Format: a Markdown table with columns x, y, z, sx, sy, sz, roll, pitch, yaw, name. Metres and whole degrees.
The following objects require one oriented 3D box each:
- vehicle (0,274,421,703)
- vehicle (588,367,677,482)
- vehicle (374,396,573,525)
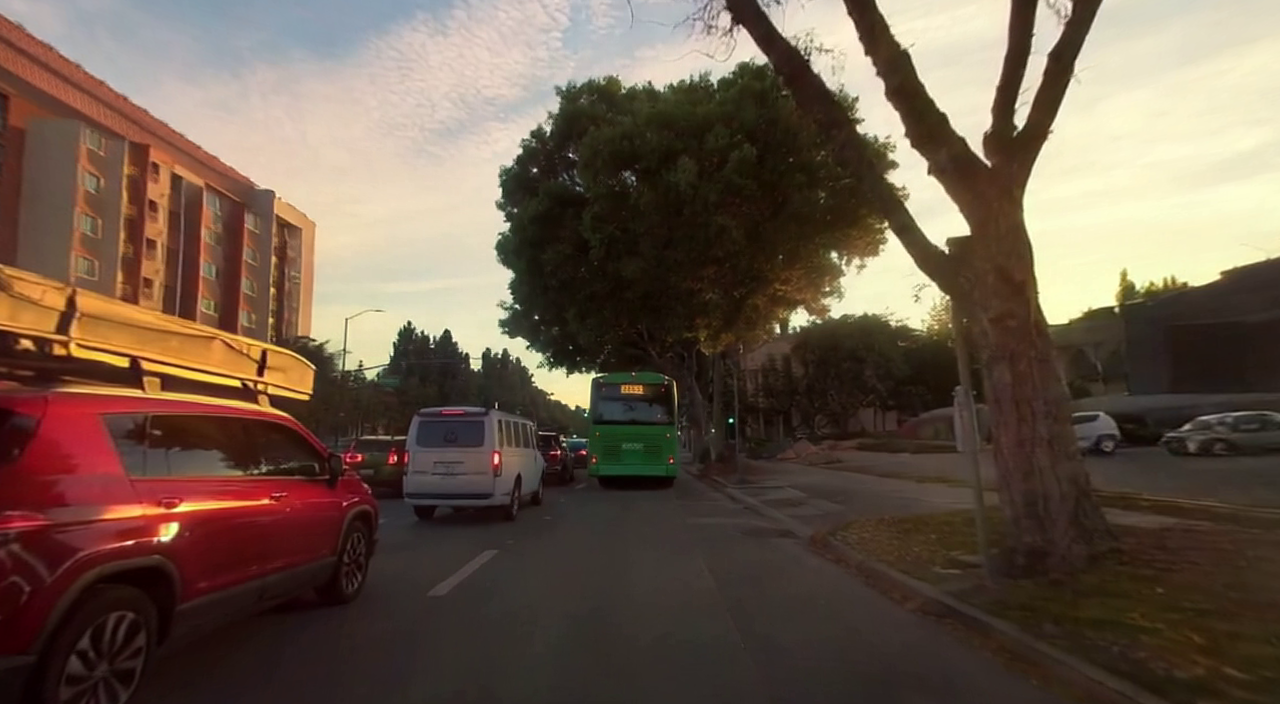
| x | y | z | sx | sy | sz | roll | pitch | yaw | name |
| --- | --- | --- | --- | --- | --- | --- | --- | --- | --- |
| -3.398 | 0.939 | 4.096 | 2.095 | 1.892 | 5.043 | 0 | -9 | 0 | vehicle |
| -0.249 | 3.339 | 27.461 | 2.970 | 3.857 | 12.200 | 0 | -9 | 0 | vehicle |
| -3.083 | 2.239 | 13.501 | 2.546 | 2.125 | 5.869 | 0 | -9 | 1 | vehicle |
